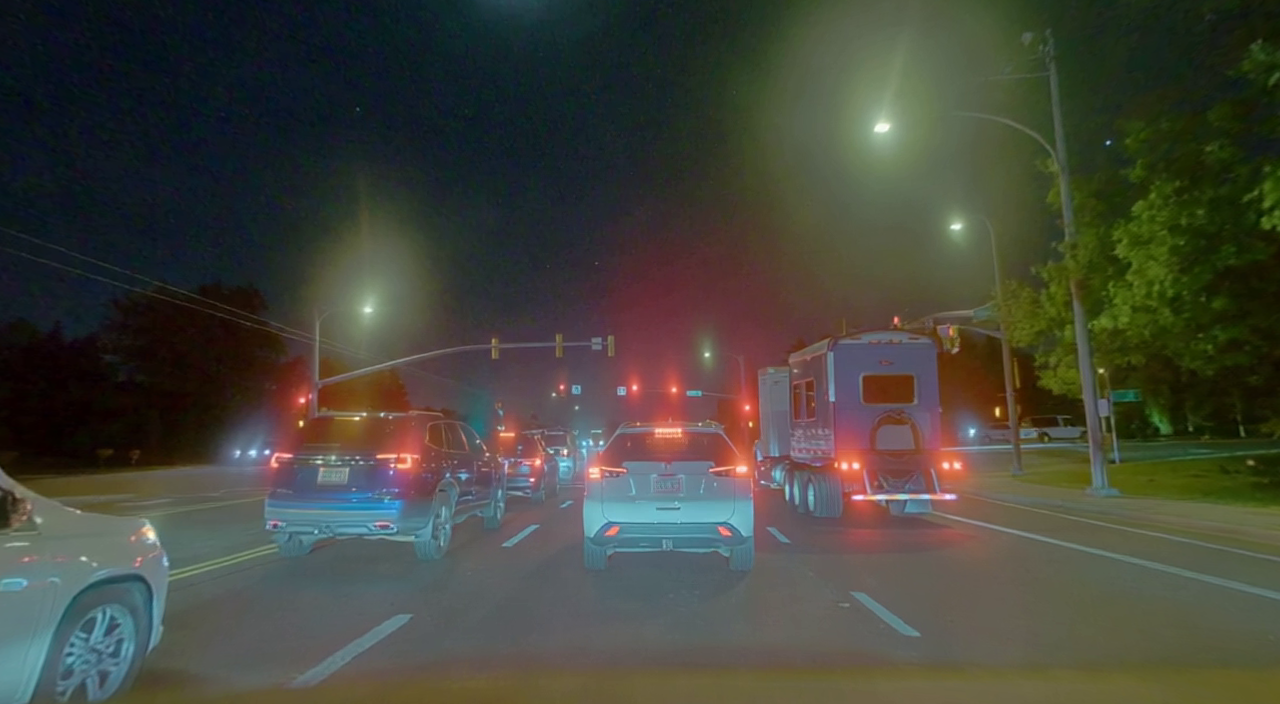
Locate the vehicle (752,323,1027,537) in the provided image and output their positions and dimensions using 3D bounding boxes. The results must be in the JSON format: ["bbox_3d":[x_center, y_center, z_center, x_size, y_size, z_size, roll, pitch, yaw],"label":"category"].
[{"bbox_3d":[3.688,1.402,11.005,2.531,2.750,5.595,0,-9,1],"label":"vehicle"}]

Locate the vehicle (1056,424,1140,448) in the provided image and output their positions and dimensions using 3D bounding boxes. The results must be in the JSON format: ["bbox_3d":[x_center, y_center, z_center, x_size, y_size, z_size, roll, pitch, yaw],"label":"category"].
[{"bbox_3d":[33.164,6.138,45.889,4.671,1.595,1.824,-6,-10,31],"label":"vehicle"}]

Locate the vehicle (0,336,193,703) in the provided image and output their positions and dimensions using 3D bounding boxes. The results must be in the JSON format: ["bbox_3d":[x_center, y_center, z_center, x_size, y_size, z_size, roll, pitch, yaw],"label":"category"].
[{"bbox_3d":[-3.429,0.655,1.350,1.952,1.730,4.116,0,-9,-1],"label":"vehicle"}]

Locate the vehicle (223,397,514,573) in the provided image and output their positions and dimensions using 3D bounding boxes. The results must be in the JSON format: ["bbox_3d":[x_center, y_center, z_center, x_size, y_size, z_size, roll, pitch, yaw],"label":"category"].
[{"bbox_3d":[-3.271,1.716,8.839,2.085,1.812,4.388,0,-9,0],"label":"vehicle"}]

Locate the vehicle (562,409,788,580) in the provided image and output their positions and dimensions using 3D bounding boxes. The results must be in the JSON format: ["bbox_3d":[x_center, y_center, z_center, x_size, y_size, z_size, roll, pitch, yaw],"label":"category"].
[{"bbox_3d":[0.352,1.707,8.321,2.189,1.649,4.171,0,-9,0],"label":"vehicle"}]
